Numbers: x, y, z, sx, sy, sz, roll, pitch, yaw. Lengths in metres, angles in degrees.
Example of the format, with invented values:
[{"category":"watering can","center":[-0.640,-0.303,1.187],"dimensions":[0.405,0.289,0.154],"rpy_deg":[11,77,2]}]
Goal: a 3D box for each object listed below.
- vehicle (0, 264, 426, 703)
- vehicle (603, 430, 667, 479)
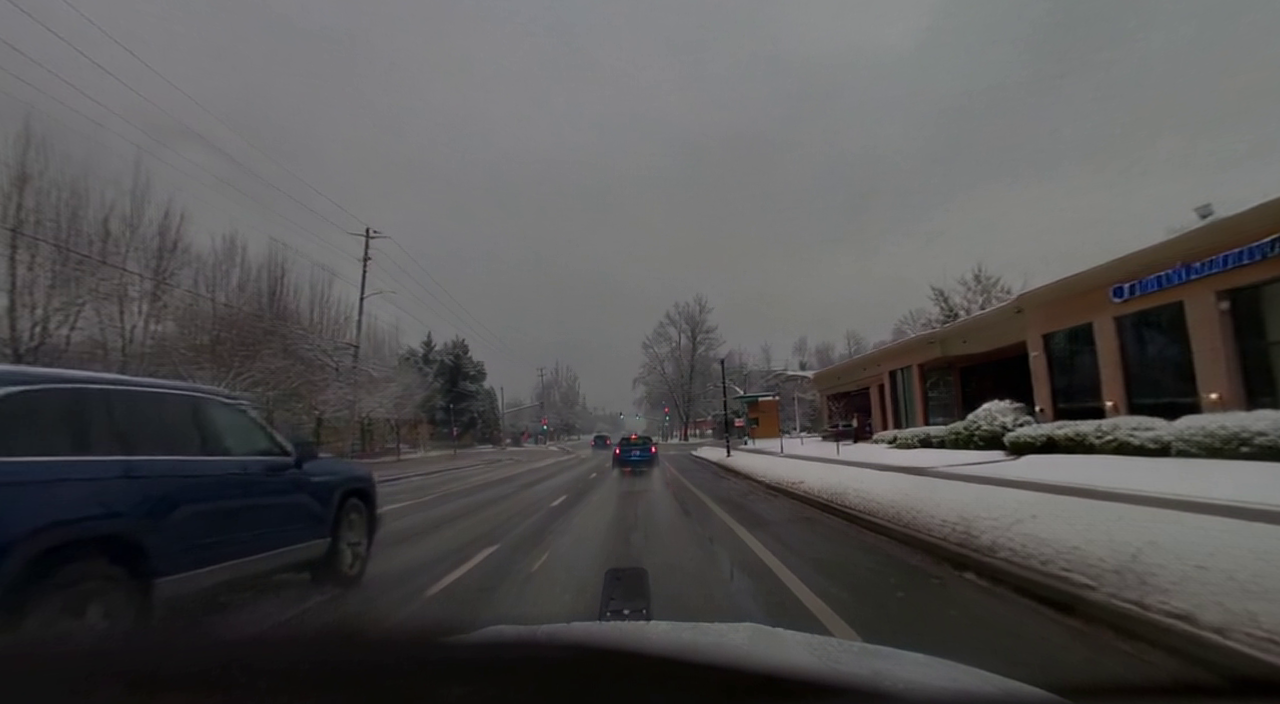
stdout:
[{"category":"vehicle","center":[-3.641,0.913,4.261],"dimensions":[2.358,1.990,5.447],"rpy_deg":[0,-8,1]},{"category":"vehicle","center":[-0.139,3.667,22.848],"dimensions":[2.108,1.612,4.246],"rpy_deg":[0,-8,1]}]
